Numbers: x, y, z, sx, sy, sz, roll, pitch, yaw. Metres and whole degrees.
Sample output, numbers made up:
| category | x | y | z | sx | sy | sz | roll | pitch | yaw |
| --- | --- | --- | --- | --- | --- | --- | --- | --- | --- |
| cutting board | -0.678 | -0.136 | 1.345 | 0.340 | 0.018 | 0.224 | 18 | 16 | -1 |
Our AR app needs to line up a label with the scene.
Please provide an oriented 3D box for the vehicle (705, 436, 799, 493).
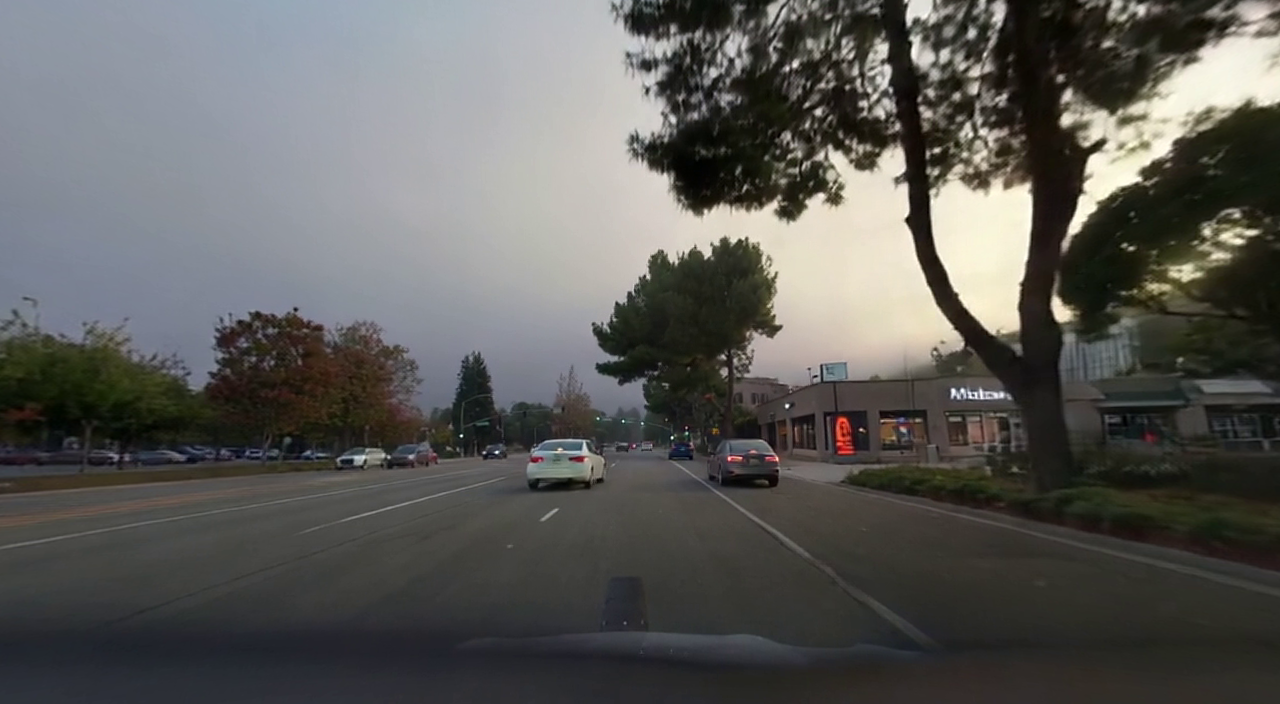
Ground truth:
| category | x | y | z | sx | sy | sz | roll | pitch | yaw |
| --- | --- | --- | --- | --- | --- | --- | --- | --- | --- |
| vehicle | 3.232 | 3.338 | 19.091 | 1.948 | 1.474 | 4.360 | 0 | -8 | -1 |

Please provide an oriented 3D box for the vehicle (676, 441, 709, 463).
| category | x | y | z | sx | sy | sz | roll | pitch | yaw |
| --- | --- | --- | --- | --- | --- | --- | --- | --- | --- |
| vehicle | 3.723 | 7.113 | 45.083 | 1.913 | 1.463 | 4.198 | 0 | -8 | -1 |

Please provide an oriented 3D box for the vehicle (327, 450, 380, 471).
| category | x | y | z | sx | sy | sz | roll | pitch | yaw |
| --- | --- | --- | --- | --- | --- | --- | --- | --- | --- |
| vehicle | -21.899 | 8.288 | 48.390 | 1.848 | 1.450 | 4.678 | 0 | -8 | 0 |

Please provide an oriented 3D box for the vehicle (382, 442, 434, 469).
| category | x | y | z | sx | sy | sz | roll | pitch | yaw |
| --- | --- | --- | --- | --- | --- | --- | --- | --- | --- |
| vehicle | -15.299 | 6.863 | 41.845 | 1.863 | 1.658 | 4.078 | 0 | -8 | 1 |

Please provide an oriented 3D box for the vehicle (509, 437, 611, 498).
| category | x | y | z | sx | sy | sz | roll | pitch | yaw |
| --- | --- | --- | --- | --- | --- | --- | --- | --- | --- |
| vehicle | -2.013 | 3.062 | 17.089 | 1.971 | 1.433 | 3.923 | -1 | -8 | 5 |
